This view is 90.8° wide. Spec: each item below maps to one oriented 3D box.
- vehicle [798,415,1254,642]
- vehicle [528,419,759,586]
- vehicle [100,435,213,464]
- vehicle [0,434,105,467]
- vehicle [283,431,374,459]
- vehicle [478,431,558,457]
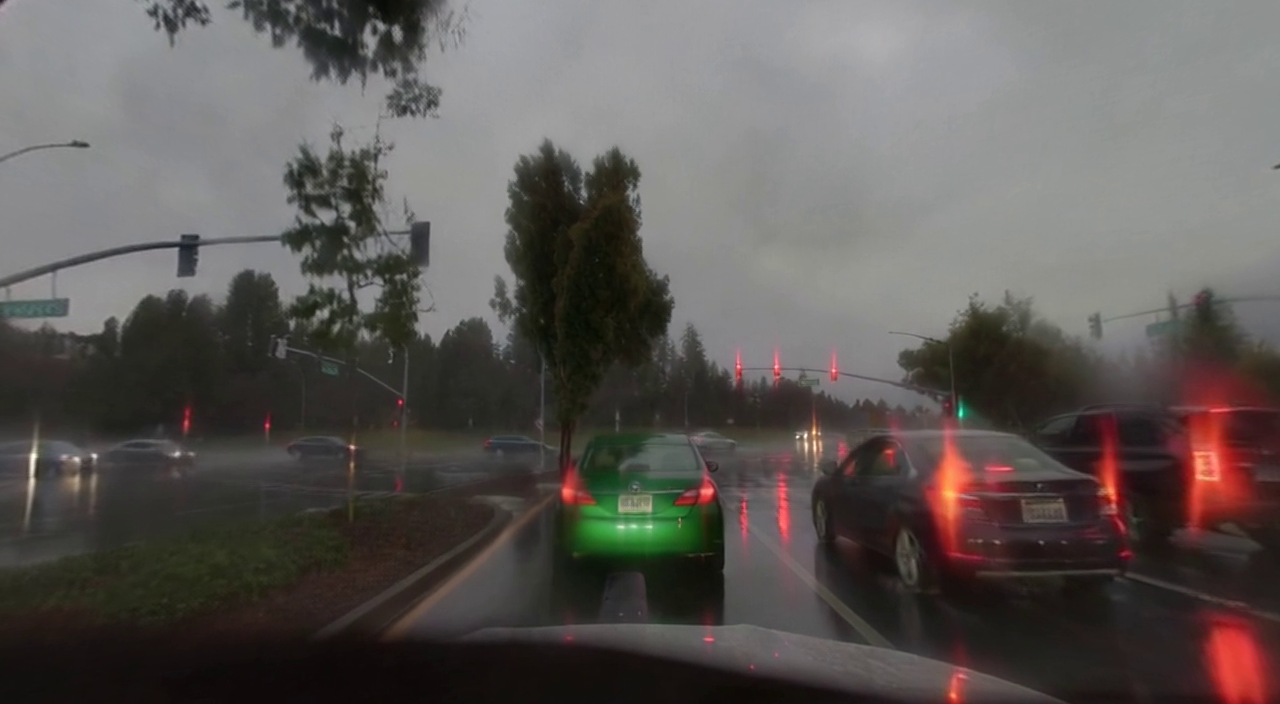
[{"bbox_3d":[3.094,1.488,6.403,1.861,1.479,4.371,0,-8,0],"label":"vehicle"},{"bbox_3d":[0.034,1.639,7.715,2.026,1.458,4.175,0,-9,0],"label":"vehicle"},{"bbox_3d":[-26.928,5.440,35.292,4.869,1.502,1.979,-1,-9,6],"label":"vehicle"},{"bbox_3d":[-30.497,5.050,32.409,4.517,1.637,1.935,-1,-9,7],"label":"vehicle"},{"bbox_3d":[-19.015,5.706,38.741,4.526,1.649,1.920,0,-9,-1],"label":"vehicle"},{"bbox_3d":[-7.673,5.806,39.650,4.670,1.542,1.861,3,-9,-18],"label":"vehicle"}]
